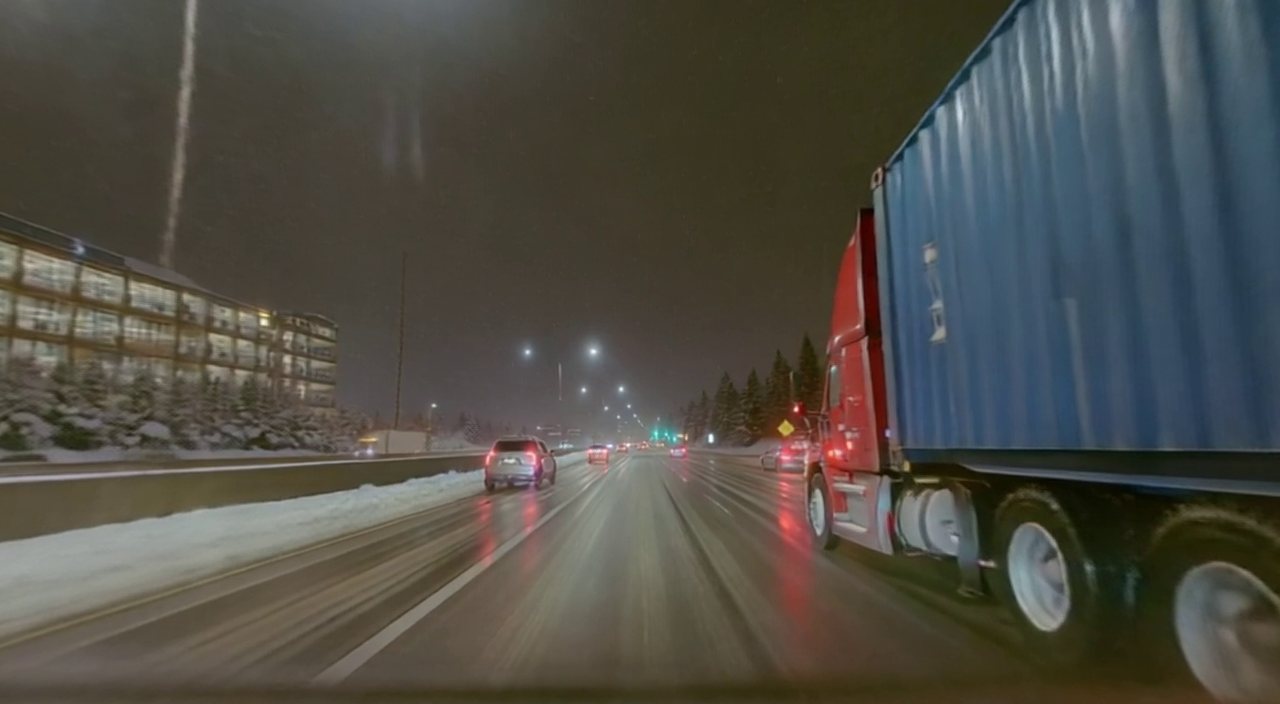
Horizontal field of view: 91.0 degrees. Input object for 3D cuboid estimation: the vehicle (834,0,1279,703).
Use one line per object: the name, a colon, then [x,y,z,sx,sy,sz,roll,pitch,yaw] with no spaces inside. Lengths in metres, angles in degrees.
vehicle: [3.665,0.012,3.814,3.089,3.779,6.420,0,-9,2]

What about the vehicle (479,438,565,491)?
vehicle: [-3.703,3.597,20.493,1.954,1.528,4.010,0,-9,1]
